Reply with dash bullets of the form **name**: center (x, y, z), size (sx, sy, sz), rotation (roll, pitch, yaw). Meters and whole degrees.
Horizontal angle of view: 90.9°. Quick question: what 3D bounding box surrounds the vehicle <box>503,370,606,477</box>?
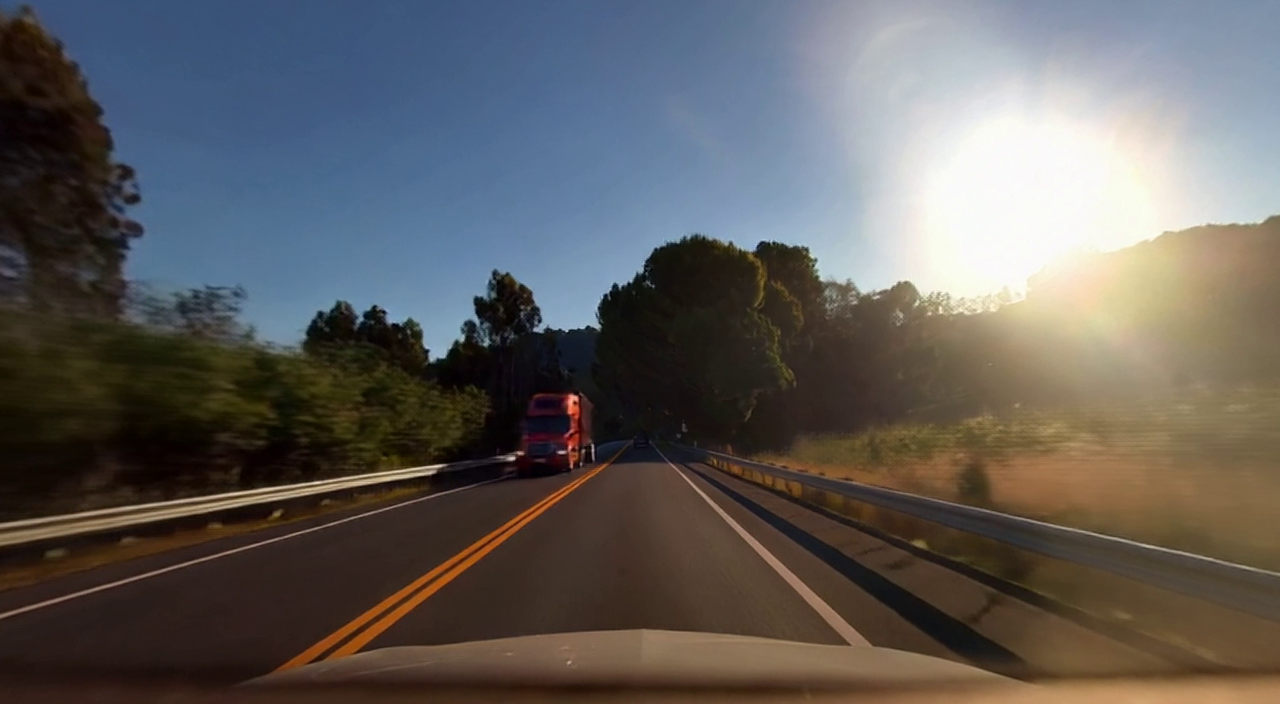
- **vehicle**: center (-3.517, 3.461, 29.371), size (3.048, 4.005, 11.290), rotation (0, -8, 1)
